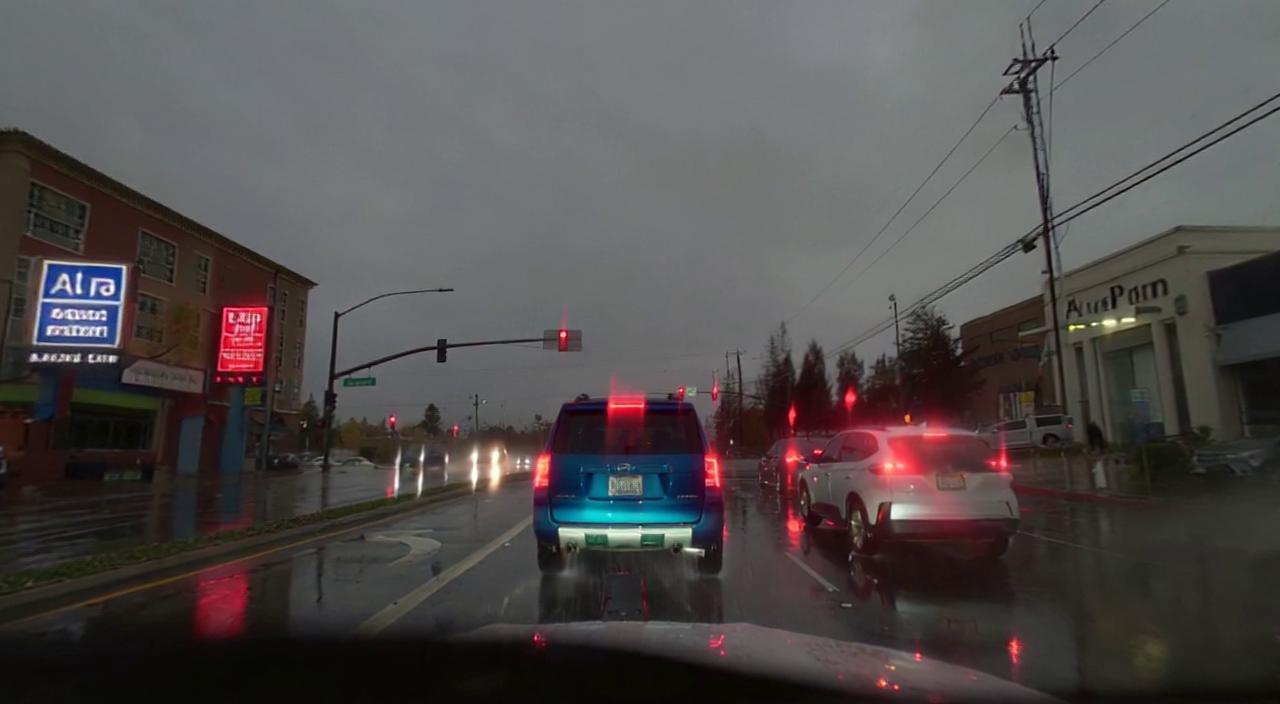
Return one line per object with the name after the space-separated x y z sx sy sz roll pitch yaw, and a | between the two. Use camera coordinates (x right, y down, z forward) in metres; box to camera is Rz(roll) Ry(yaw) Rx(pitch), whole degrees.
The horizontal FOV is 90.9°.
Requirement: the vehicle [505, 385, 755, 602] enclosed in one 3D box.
-0.001 1.534 7.683 2.154 1.861 4.280 0 -8 3 | vehicle

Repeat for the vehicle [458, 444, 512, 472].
-11.030 7.581 45.448 2.224 1.840 5.290 -1 -8 4 | vehicle

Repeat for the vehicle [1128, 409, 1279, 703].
3.365 0.730 0.810 1.884 1.484 4.609 0 -8 2 | vehicle

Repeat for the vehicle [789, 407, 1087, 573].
3.618 1.759 8.796 2.036 1.719 4.318 0 -8 0 | vehicle

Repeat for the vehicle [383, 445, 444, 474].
-14.596 6.948 40.957 2.102 1.737 4.570 0 -8 2 | vehicle

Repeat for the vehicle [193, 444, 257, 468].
-27.447 6.870 41.855 1.693 1.563 3.716 0 -8 0 | vehicle
